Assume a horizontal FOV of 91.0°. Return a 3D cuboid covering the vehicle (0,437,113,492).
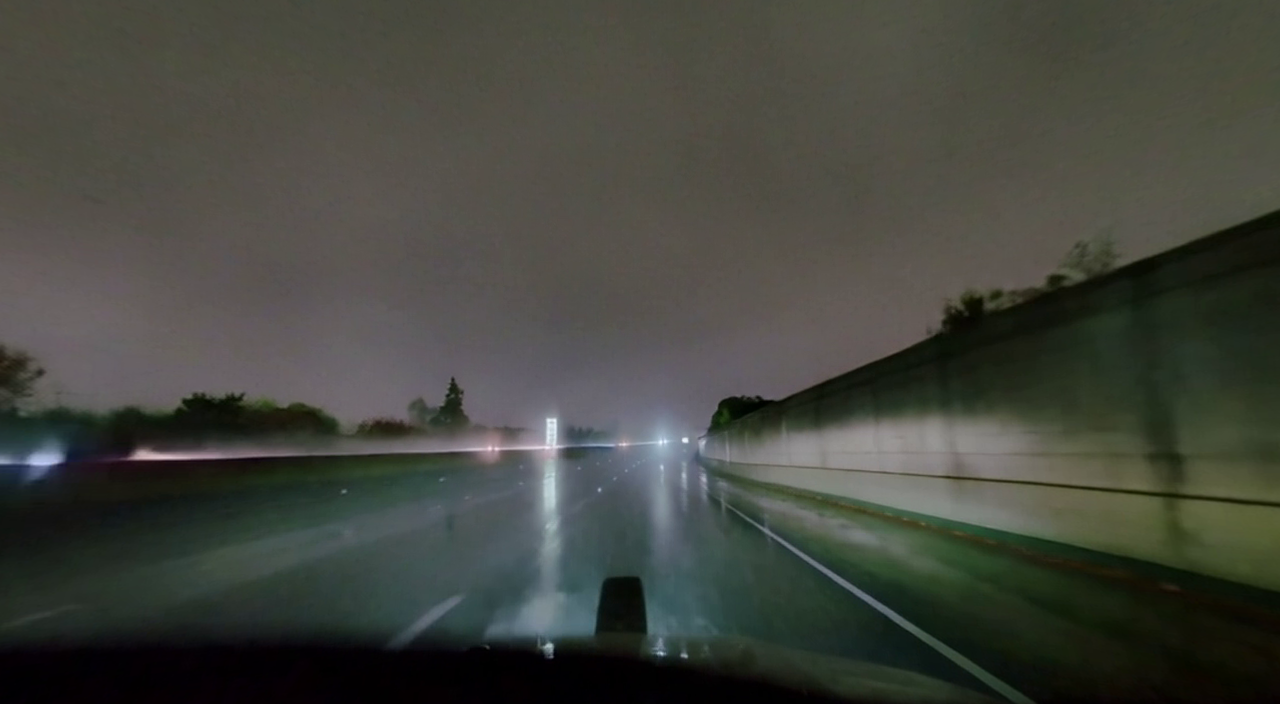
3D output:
[{"bbox_3d":[-18.725,3.360,18.925,1.857,1.507,4.425,0,-9,1],"label":"vehicle"}]
